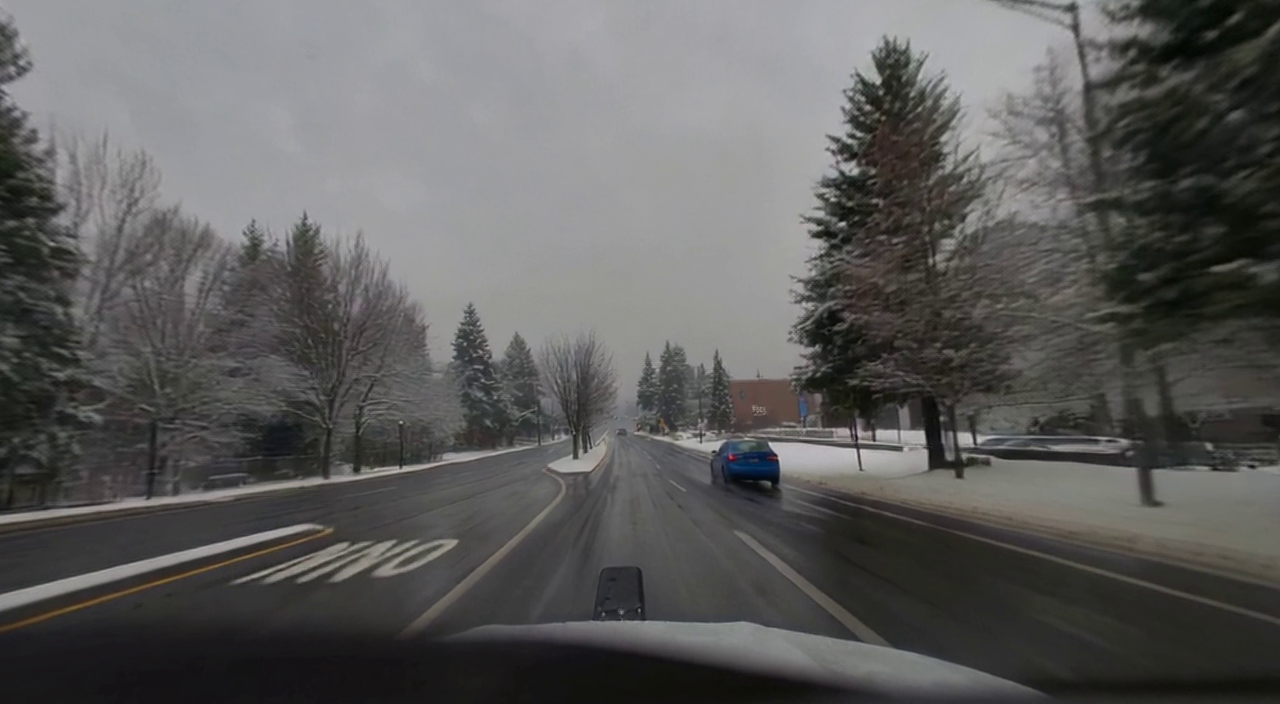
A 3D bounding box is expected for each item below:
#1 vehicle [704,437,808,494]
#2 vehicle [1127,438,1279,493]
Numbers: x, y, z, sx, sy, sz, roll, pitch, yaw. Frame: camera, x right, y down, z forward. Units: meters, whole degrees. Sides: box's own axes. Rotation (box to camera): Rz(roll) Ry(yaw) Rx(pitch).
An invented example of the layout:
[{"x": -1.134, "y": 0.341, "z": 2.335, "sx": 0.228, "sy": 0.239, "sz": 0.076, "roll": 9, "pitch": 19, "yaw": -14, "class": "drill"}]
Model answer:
[{"x": 3.320, "y": 3.354, "z": 19.074, "sx": 2.114, "sy": 1.493, "sz": 4.430, "roll": 0, "pitch": -8, "yaw": -2, "class": "vehicle"}, {"x": 19.546, "y": 3.844, "z": 21.397, "sx": 4.418, "sy": 1.418, "sz": 1.873, "roll": -4, "pitch": -14, "yaw": -2, "class": "vehicle"}]
